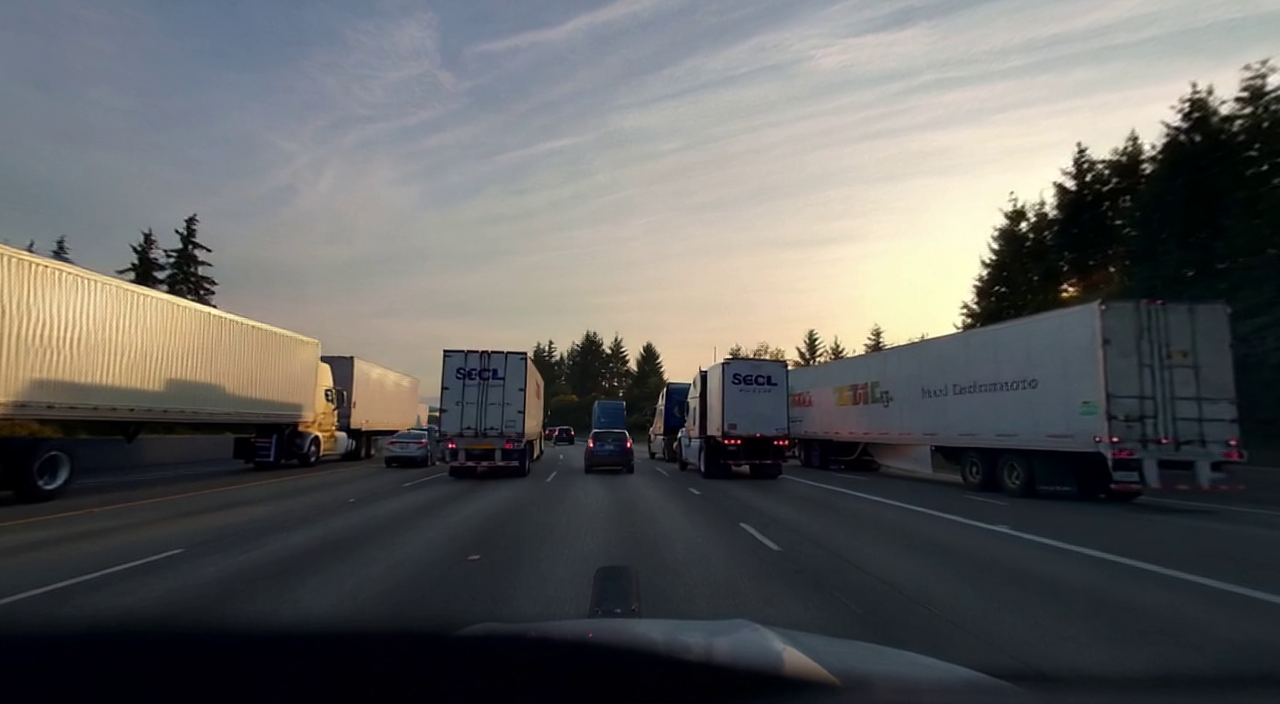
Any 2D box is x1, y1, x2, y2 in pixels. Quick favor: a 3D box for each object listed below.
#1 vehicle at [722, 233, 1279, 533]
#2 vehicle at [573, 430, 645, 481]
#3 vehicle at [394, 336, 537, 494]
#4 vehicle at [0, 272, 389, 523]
[{"bbox_3d":[7.070,1.250,14.965,2.820,4.084,13.786,4,-8,-27],"label":"vehicle"},{"bbox_3d":[-1.183,3.474,21.530,2.060,1.540,4.374,1,-8,-8],"label":"vehicle"},{"bbox_3d":[-4.909,2.075,19.637,2.822,3.788,8.799,1,-8,-6],"label":"vehicle"},{"bbox_3d":[-11.233,1.252,14.082,2.867,4.125,14.026,-2,-8,12],"label":"vehicle"}]
